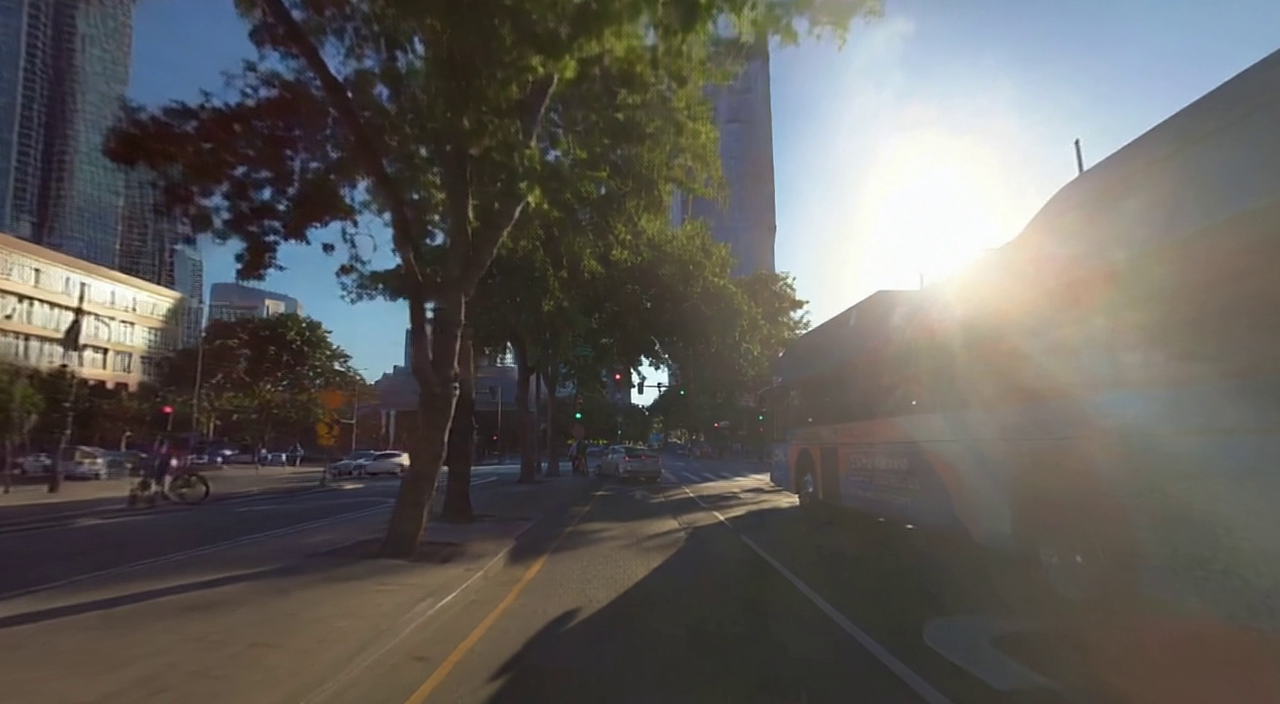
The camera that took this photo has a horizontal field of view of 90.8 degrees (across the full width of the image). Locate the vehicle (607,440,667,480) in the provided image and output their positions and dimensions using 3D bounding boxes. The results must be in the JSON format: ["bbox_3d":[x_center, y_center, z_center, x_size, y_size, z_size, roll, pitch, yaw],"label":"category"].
[{"bbox_3d":[-0.240,4.539,26.886,2.123,1.544,4.158,1,-8,-6],"label":"vehicle"}]

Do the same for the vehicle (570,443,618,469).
[{"bbox_3d":[-2.882,6.303,38.629,2.036,1.467,3.979,2,-9,-17],"label":"vehicle"}]

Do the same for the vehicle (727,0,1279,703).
[{"bbox_3d":[3.328,0.233,5.048,3.250,3.731,13.693,0,-8,0],"label":"vehicle"}]

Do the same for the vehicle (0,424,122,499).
[{"bbox_3d":[-29.733,5.005,28.821,9.150,3.310,2.988,6,-12,-38],"label":"vehicle"}]

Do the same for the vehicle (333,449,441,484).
[{"bbox_3d":[-12.149,5.458,30.524,1.816,1.490,4.417,-8,-11,42],"label":"vehicle"}]
